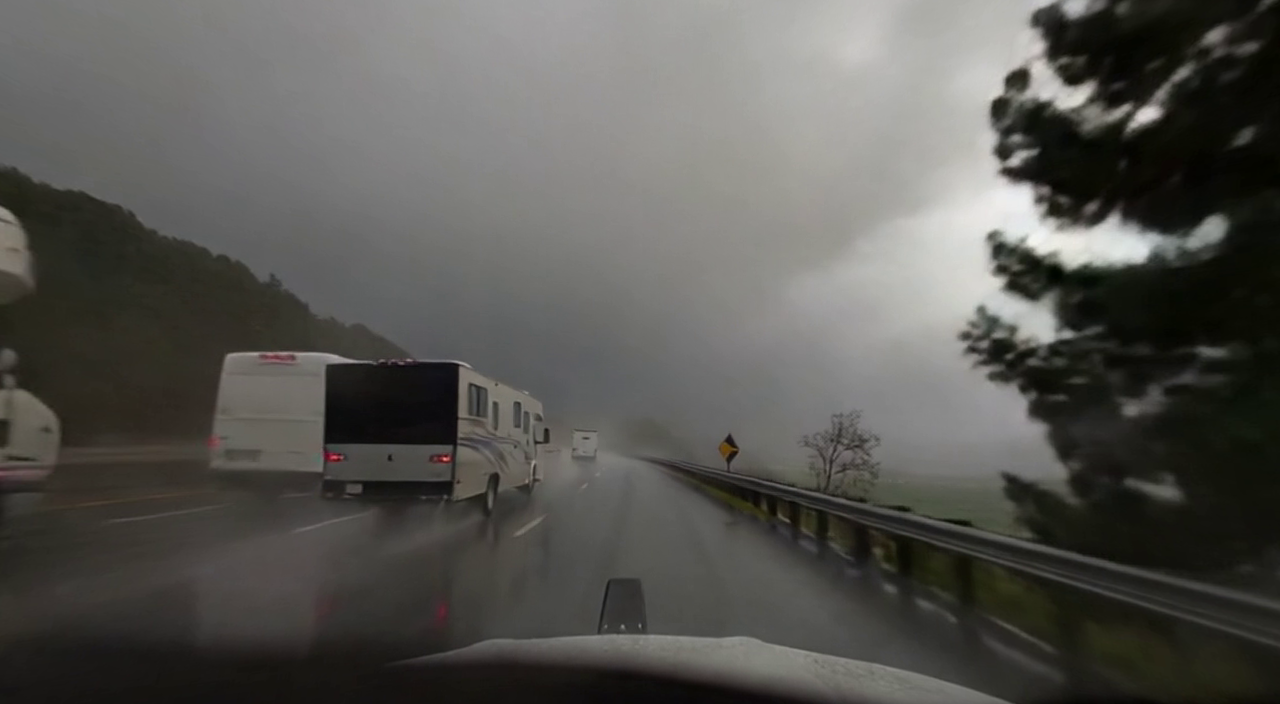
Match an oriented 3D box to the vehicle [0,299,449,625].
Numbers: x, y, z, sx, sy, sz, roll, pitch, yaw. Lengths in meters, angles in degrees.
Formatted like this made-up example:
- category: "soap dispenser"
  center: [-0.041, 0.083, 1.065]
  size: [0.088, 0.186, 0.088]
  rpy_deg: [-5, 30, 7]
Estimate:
- category: "vehicle"
  center: [-3.890, 1.127, 6.944]
  size: [2.331, 2.583, 3.743]
  rpy_deg: [0, -9, 0]
